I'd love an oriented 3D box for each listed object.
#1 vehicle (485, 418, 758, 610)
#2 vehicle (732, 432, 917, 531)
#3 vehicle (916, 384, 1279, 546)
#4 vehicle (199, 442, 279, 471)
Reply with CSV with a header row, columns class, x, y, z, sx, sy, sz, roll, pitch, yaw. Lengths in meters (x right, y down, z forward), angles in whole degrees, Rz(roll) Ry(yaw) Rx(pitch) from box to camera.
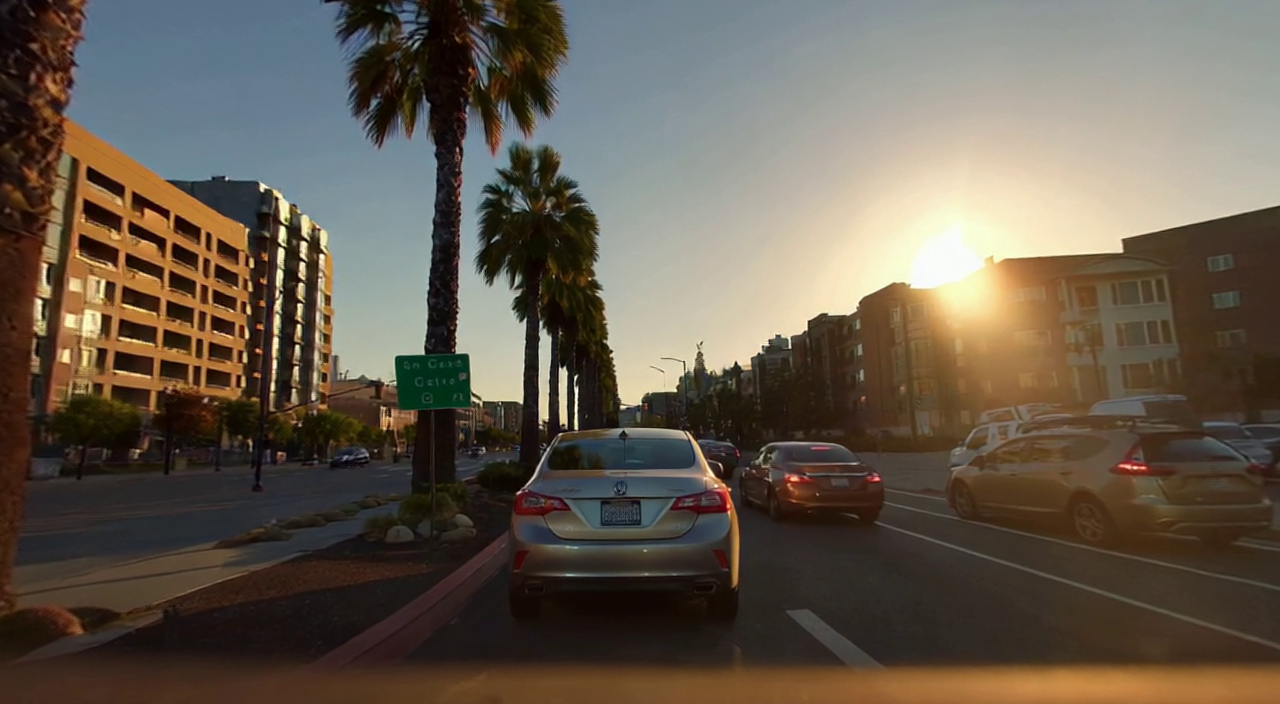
class,x,y,z,sx,sy,sz,roll,pitch,yaw
vehicle,-0.159,1.581,7.035,2.158,1.498,3.919,0,-8,0
vehicle,3.081,2.263,11.671,1.925,1.451,4.436,0,-8,-2
vehicle,7.176,1.858,10.970,2.254,2.072,5.577,0,-8,1
vehicle,-28.344,7.376,44.893,2.115,1.884,5.481,0,-8,0
